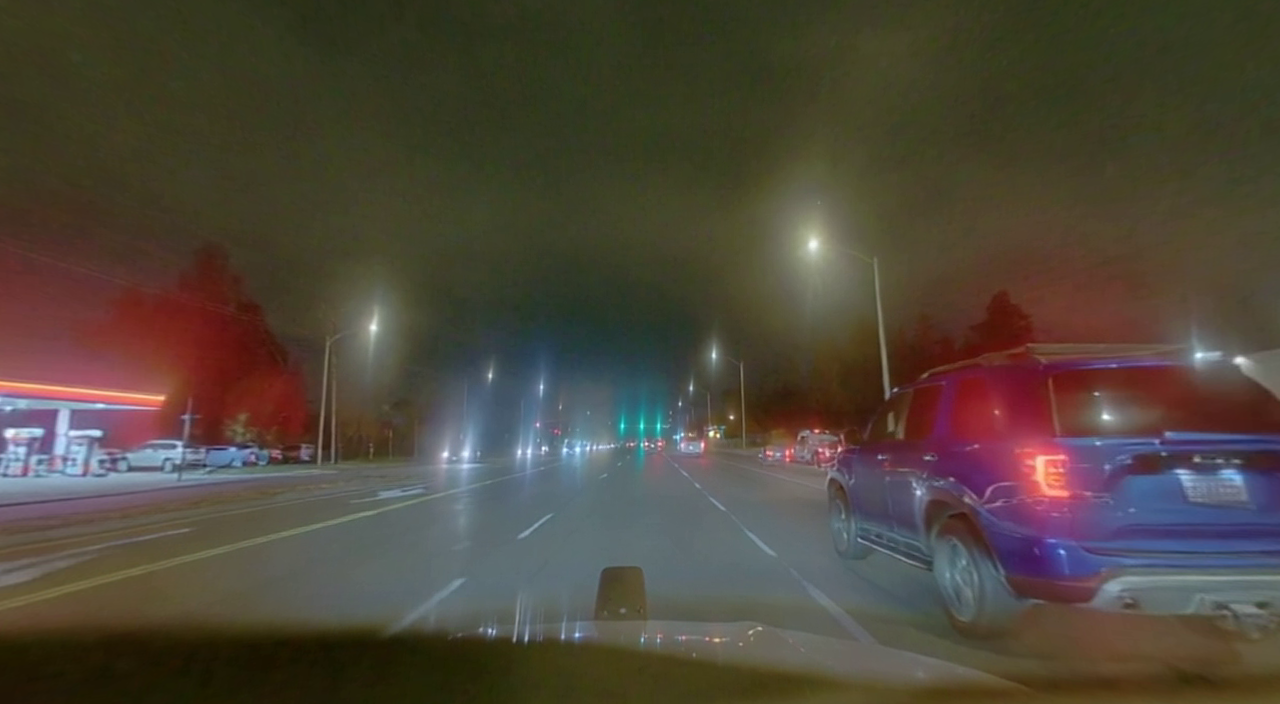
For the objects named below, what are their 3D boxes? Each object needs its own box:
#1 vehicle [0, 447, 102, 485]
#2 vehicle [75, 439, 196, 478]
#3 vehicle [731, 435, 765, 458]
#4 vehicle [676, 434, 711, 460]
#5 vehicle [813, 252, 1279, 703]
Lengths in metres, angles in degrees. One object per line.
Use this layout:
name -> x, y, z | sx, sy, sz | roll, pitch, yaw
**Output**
vehicle -> -25.948, 4.861, 27.000 | 3.765, 1.559, 1.915 | 0, -9, 1
vehicle -> -25.820, 5.447, 32.236 | 4.375, 1.790, 2.056 | -1, -9, 0
vehicle -> 8.368, 7.388, 48.872 | 1.960, 1.693, 4.452 | 0, -9, 2
vehicle -> 4.117, 7.395, 48.962 | 2.317, 1.857, 5.150 | 0, -8, 1
vehicle -> 3.016, 0.960, 4.492 | 2.246, 1.963, 4.777 | 0, -9, 1
